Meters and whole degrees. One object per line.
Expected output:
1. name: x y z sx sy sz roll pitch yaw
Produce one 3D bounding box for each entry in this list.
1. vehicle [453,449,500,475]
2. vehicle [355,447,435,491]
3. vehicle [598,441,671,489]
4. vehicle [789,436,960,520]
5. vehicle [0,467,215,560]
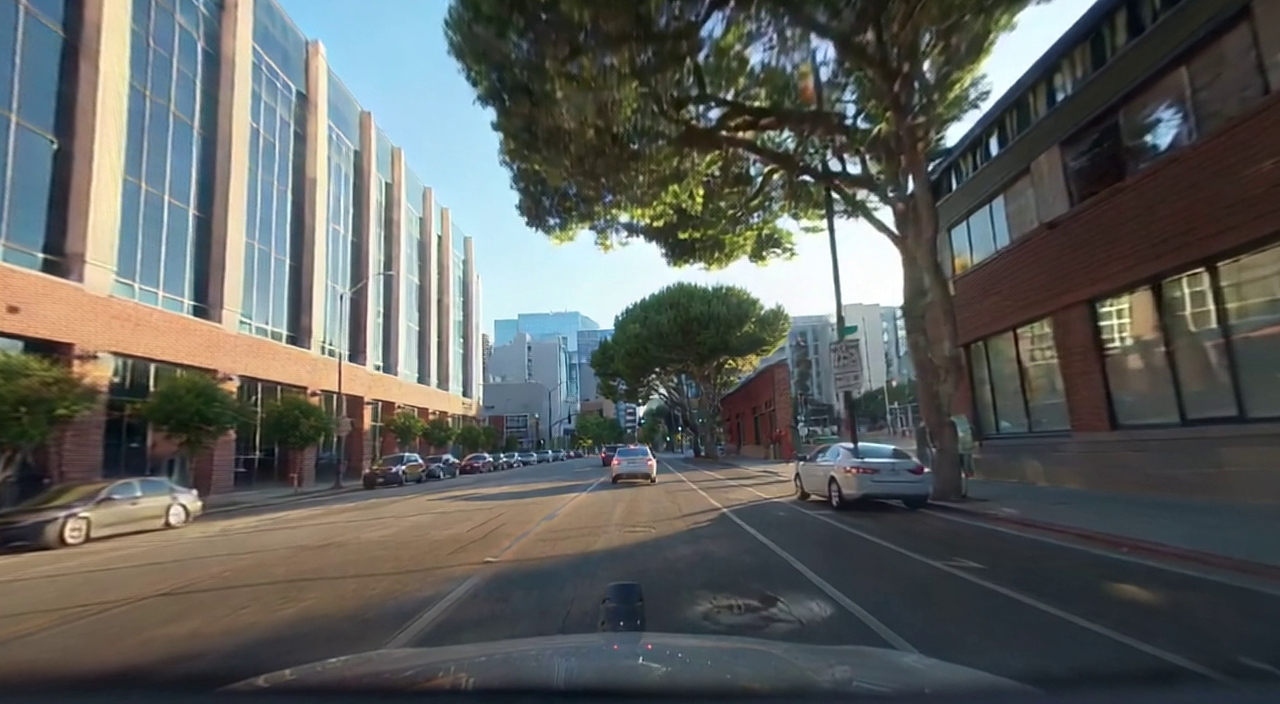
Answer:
1. vehicle: -11.679 7.902 45.513 2.077 1.732 4.704 0 -8 1
2. vehicle: -11.822 5.650 30.904 2.114 1.938 4.590 -1 -8 -1
3. vehicle: -0.150 3.806 21.598 2.269 1.479 3.980 0 -8 1
4. vehicle: 5.000 2.724 14.230 2.075 1.584 4.201 0 -8 -2
5. vehicle: -11.532 3.337 13.558 1.917 1.408 4.454 -4 -8 -2
